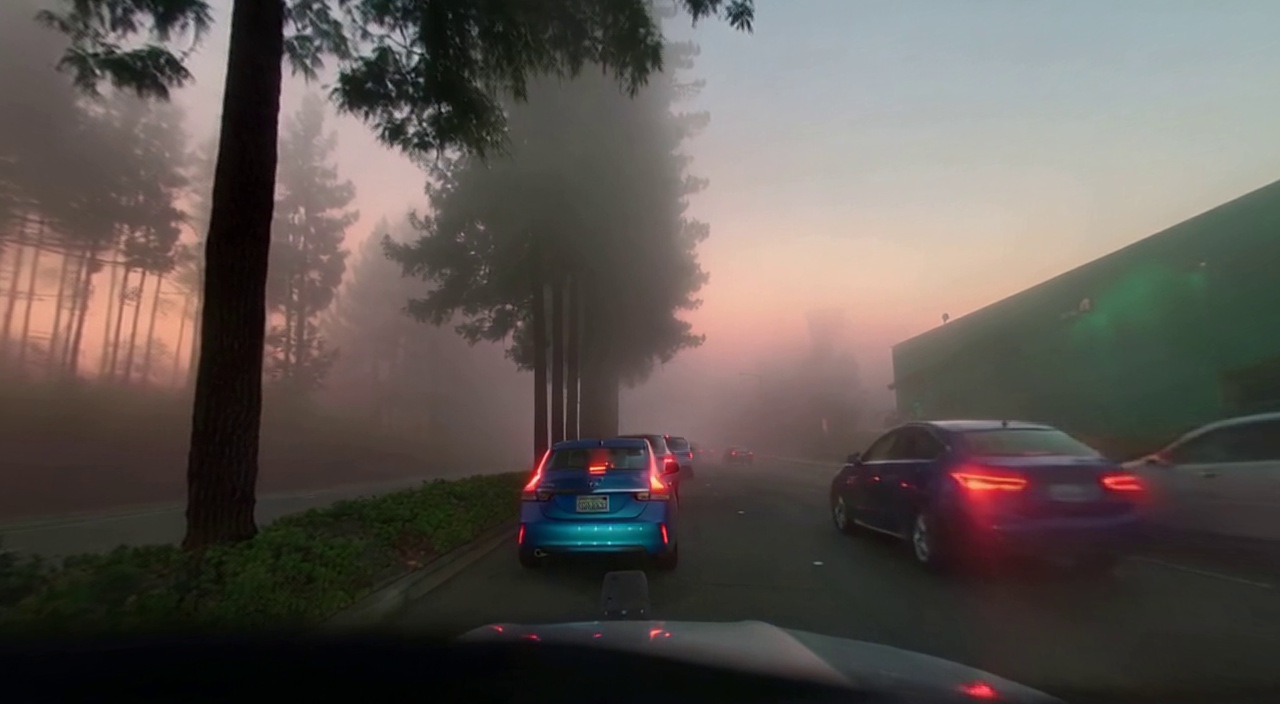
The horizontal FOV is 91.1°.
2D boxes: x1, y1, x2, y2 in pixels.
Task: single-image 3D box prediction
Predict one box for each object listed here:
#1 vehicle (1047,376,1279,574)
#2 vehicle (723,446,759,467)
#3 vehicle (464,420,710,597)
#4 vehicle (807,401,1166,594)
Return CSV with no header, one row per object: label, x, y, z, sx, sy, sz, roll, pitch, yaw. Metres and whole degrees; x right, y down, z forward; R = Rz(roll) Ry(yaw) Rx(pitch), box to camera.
vehicle,7.205,1.264,6.584,2.253,1.854,5.409,0,-8,0
vehicle,7.292,7.567,45.575,1.909,1.380,3.905,0,-8,0
vehicle,-0.475,1.643,7.471,2.111,1.506,4.018,0,-8,-1
vehicle,3.561,1.566,7.597,1.946,1.648,4.230,0,-8,1
